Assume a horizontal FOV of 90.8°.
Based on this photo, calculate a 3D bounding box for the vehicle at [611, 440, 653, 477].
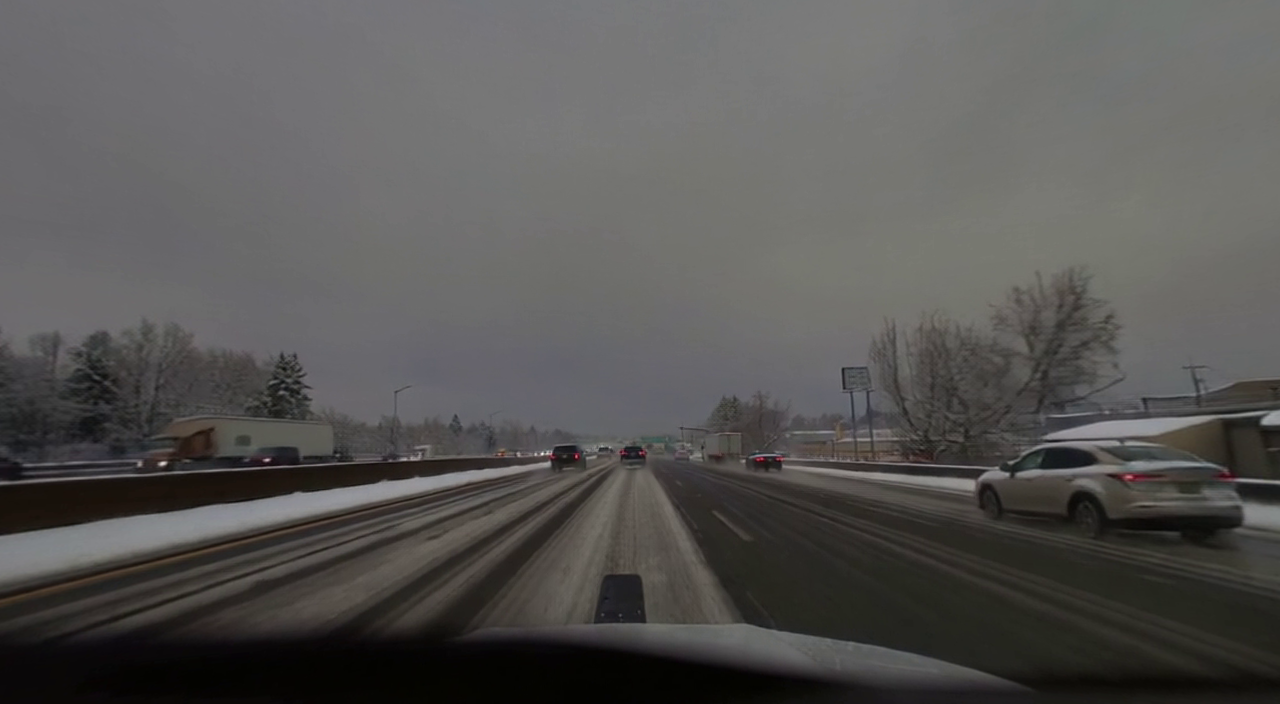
[{"bbox_3d":[-0.374,5.463,32.729,2.002,1.759,4.658,0,-9,0],"label":"vehicle"}]

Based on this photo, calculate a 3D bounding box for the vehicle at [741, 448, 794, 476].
[{"bbox_3d":[6.823,5.929,34.339,1.879,1.428,4.402,0,-9,-1],"label":"vehicle"}]

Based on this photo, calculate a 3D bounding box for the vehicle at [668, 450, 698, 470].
[{"bbox_3d":[3.066,7.795,45.609,1.816,1.353,3.809,0,-9,-1],"label":"vehicle"}]

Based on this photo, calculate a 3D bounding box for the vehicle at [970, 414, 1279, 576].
[{"bbox_3d":[6.683,1.803,8.734,1.944,1.666,4.184,0,-9,0],"label":"vehicle"}]

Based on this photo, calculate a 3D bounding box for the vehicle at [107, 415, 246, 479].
[{"bbox_3d":[-29.205,6.033,40.381,2.921,3.664,7.706,0,-9,0],"label":"vehicle"}]

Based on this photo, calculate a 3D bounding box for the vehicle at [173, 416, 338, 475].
[{"bbox_3d":[-29.347,7.398,49.986,2.848,3.915,16.523,0,-9,0],"label":"vehicle"}]

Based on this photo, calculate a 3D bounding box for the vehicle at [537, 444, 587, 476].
[{"bbox_3d":[-4.264,5.967,35.235,2.126,1.631,4.643,0,-9,1],"label":"vehicle"}]
